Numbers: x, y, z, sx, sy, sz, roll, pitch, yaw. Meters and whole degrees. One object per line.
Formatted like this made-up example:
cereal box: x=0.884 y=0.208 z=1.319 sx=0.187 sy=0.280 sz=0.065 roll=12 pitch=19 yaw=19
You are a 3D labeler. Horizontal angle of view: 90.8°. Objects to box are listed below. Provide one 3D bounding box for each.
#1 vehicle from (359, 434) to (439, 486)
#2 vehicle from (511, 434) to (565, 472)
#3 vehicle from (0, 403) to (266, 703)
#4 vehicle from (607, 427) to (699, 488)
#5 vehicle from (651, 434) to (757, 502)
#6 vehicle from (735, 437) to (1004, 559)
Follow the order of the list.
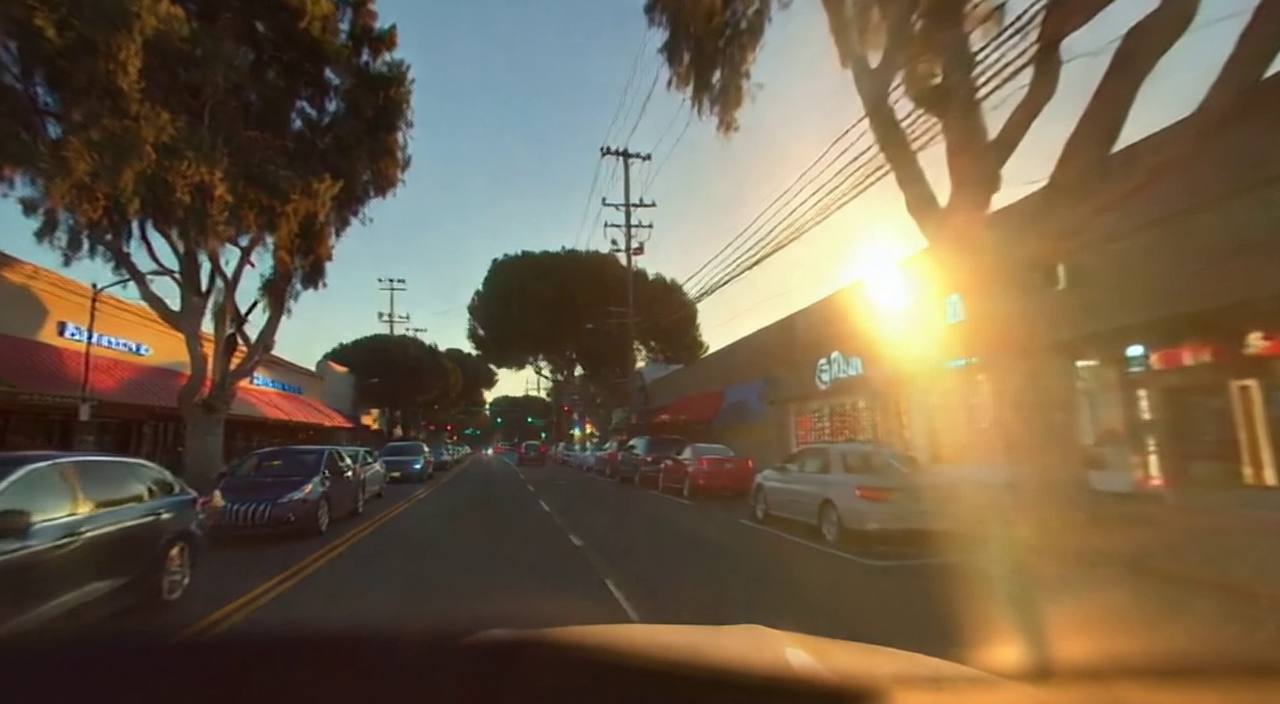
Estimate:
vehicle: x=-9.431 y=4.221 z=25.181 sx=2.341 sy=1.825 sz=4.924 roll=2 pitch=-9 yaw=-14
vehicle: x=-5.529 y=5.360 z=33.801 sx=2.440 sy=1.882 sz=4.611 roll=2 pitch=-9 yaw=-13
vehicle: x=-4.610 y=1.261 z=4.317 sx=2.087 sy=1.646 sz=4.563 roll=2 pitch=-9 yaw=-12
vehicle: x=0.320 y=3.872 z=23.523 sx=2.243 sy=1.992 sz=5.087 roll=2 pitch=-9 yaw=-13
vehicle: x=1.708 y=3.294 z=18.391 sx=1.882 sy=1.704 sz=4.055 roll=2 pitch=-9 yaw=-12
vehicle: x=3.419 y=2.253 z=10.694 sx=2.059 sy=1.550 sz=4.703 roll=2 pitch=-9 yaw=-12
